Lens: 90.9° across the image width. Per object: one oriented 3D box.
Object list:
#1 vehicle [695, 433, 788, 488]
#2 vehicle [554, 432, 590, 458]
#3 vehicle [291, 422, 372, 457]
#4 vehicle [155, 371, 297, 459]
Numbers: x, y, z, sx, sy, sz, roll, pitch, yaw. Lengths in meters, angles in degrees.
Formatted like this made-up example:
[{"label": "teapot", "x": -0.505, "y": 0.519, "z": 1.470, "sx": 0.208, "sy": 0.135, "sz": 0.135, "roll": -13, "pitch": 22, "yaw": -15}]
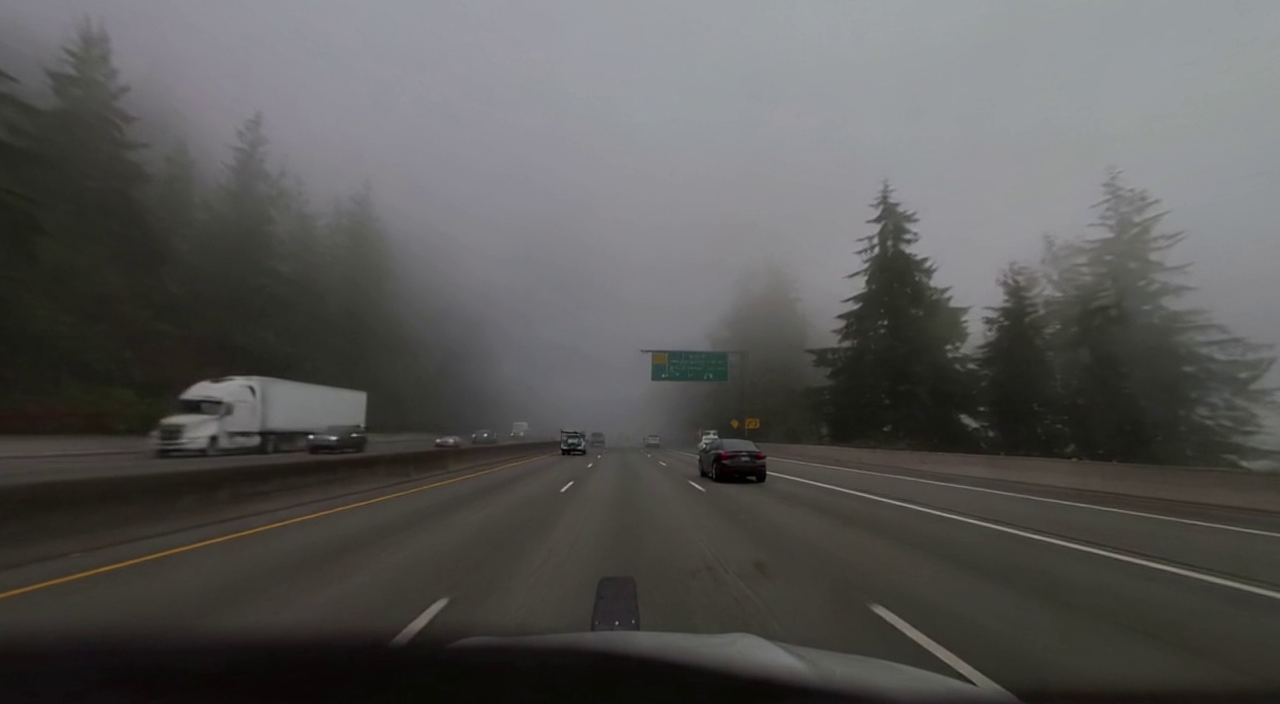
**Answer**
[{"label": "vehicle", "x": 2.921, "y": 3.207, "z": 19.040, "sx": 1.990, "sy": 1.480, "sz": 3.865, "roll": 0, "pitch": -8, "yaw": -3}, {"label": "vehicle", "x": -4.587, "y": 6.308, "z": 43.044, "sx": 2.011, "sy": 1.614, "sz": 4.808, "roll": 0, "pitch": -8, "yaw": -1}, {"label": "vehicle", "x": -16.624, "y": 4.737, "z": 34.315, "sx": 2.013, "sy": 1.733, "sz": 4.867, "roll": 0, "pitch": -8, "yaw": -1}, {"label": "vehicle", "x": -20.362, "y": 3.235, "z": 31.540, "sx": 2.956, "sy": 3.974, "sz": 5.969, "roll": 0, "pitch": -8, "yaw": -1}]
